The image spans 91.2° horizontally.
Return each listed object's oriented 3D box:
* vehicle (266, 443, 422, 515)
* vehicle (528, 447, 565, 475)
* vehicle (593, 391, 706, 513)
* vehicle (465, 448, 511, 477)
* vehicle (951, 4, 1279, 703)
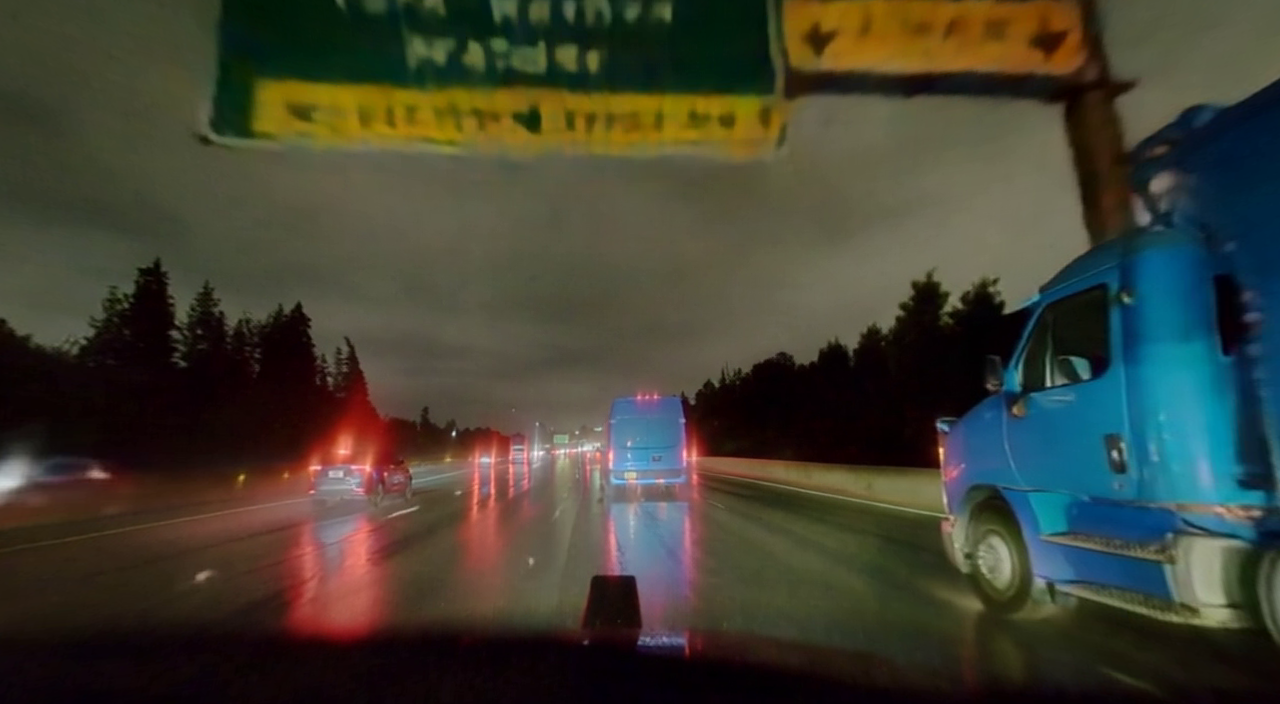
[{"bbox_3d":[-7.103,3.061,15.663,2.003,1.498,4.386,0,-9,-4],"label":"vehicle"},{"bbox_3d":[-5.538,6.511,37.682,2.002,1.536,4.021,0,-9,-6],"label":"vehicle"},{"bbox_3d":[0.008,2.510,15.948,2.268,2.551,5.144,0,-9,-6],"label":"vehicle"},{"bbox_3d":[-8.659,6.294,35.937,2.026,1.506,4.102,1,-9,-7],"label":"vehicle"},{"bbox_3d":[4.783,0.026,3.092,2.959,3.648,6.040,1,-9,-4],"label":"vehicle"}]
